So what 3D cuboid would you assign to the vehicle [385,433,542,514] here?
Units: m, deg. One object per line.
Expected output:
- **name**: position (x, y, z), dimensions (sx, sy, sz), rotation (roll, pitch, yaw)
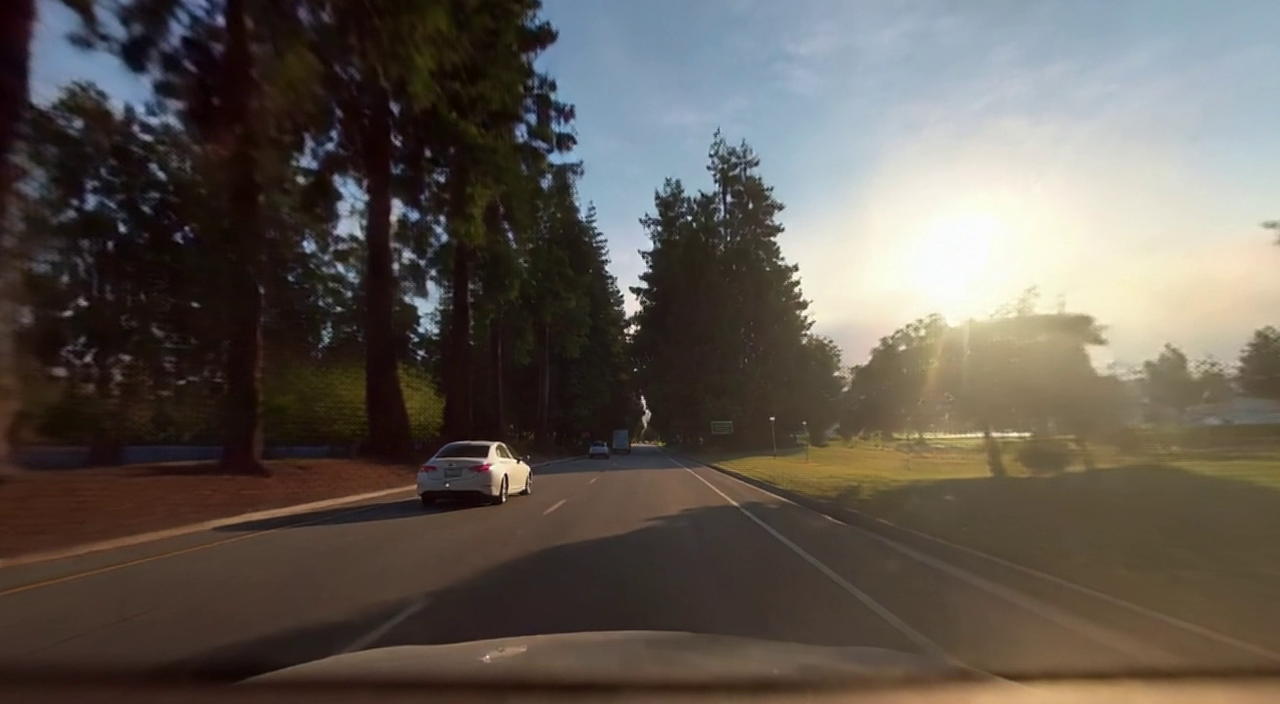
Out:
- **vehicle**: position (-3.597, 2.569, 13.847), dimensions (2.033, 1.454, 4.512), rotation (0, -8, 2)
